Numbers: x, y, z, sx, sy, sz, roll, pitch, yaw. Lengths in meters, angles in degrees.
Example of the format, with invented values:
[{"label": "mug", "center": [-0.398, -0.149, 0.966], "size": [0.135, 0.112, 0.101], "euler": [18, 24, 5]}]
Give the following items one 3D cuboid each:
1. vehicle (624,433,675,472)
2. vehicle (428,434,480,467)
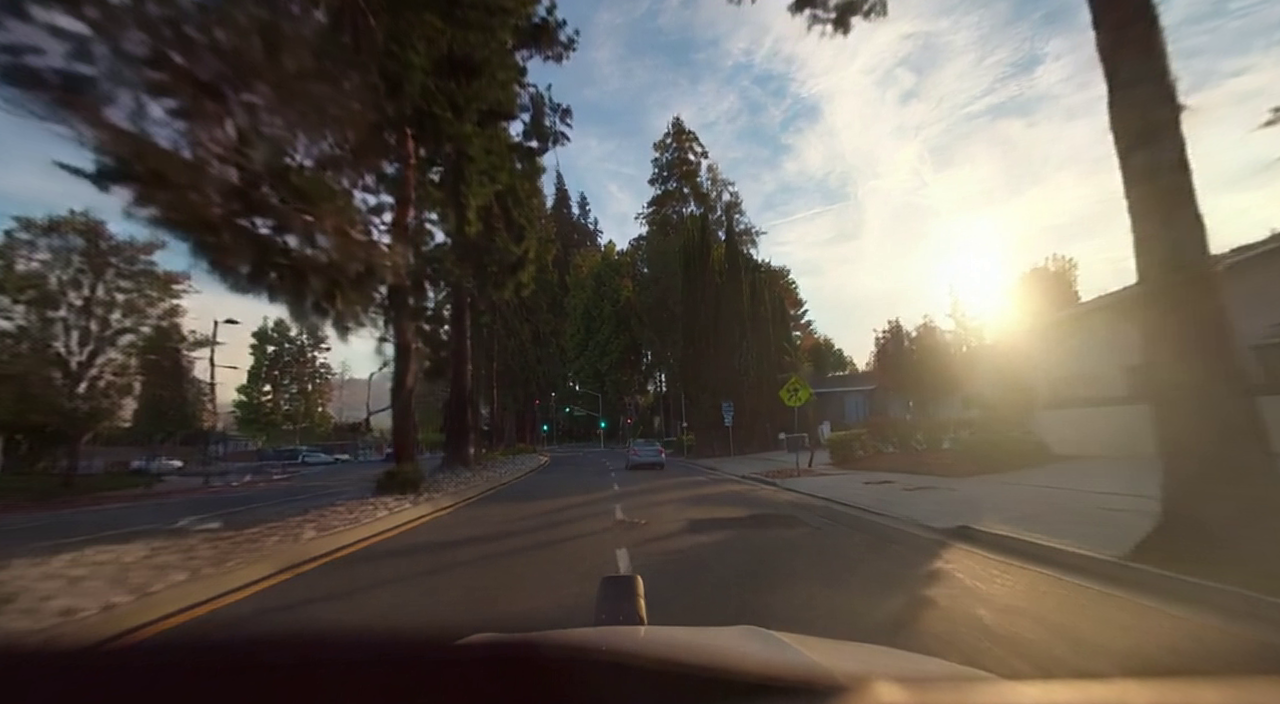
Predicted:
[{"label": "vehicle", "center": [0.386, 4.781, 30.266], "size": [1.990, 1.707, 4.225], "euler": [0, -8, -5]}, {"label": "vehicle", "center": [-11.983, 6.386, 41.116], "size": [2.334, 2.022, 5.653], "euler": [1, -8, -7]}]
